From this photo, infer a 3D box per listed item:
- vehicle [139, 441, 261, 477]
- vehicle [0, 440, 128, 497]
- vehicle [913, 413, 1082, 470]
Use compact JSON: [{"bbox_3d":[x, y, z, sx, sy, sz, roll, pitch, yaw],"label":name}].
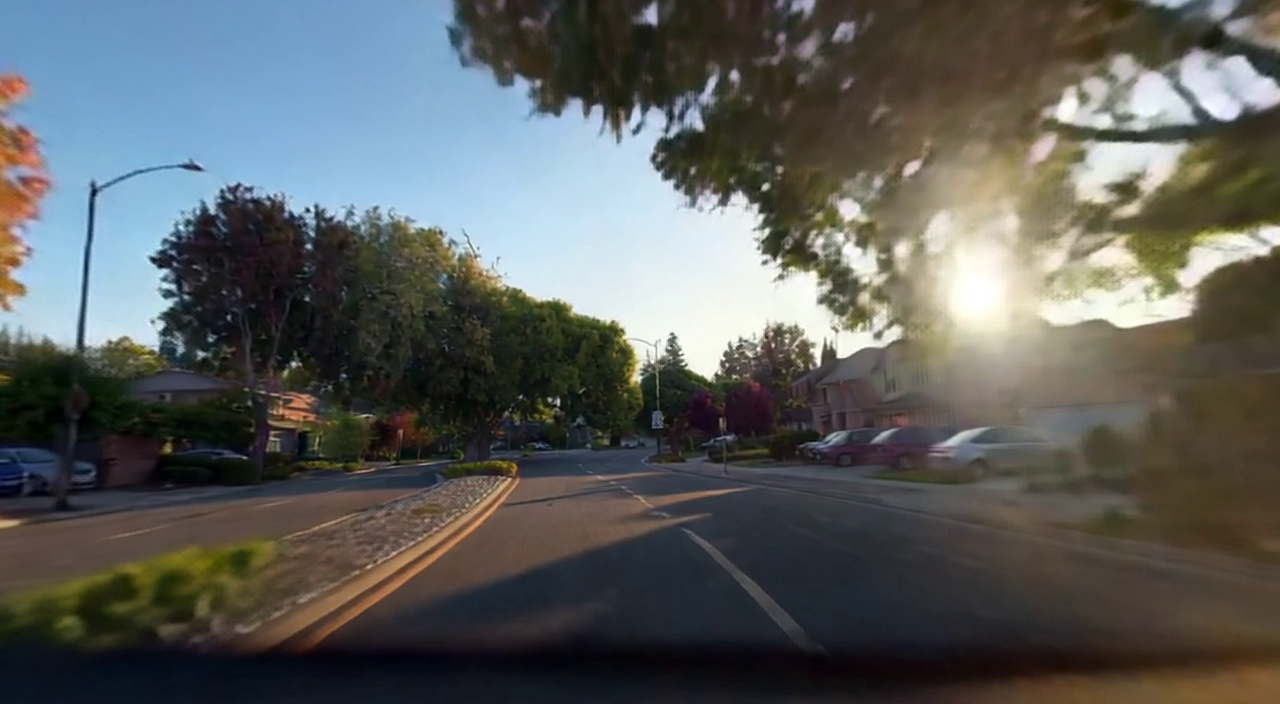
[{"bbox_3d":[-23.956,5.843,34.569,4.879,1.854,2.265,2,-9,-13],"label":"vehicle"},{"bbox_3d":[-21.142,3.934,21.562,5.150,1.840,2.122,1,-8,-6],"label":"vehicle"},{"bbox_3d":[12.851,3.285,23.004,4.693,1.764,2.265,-4,-9,8],"label":"vehicle"}]
